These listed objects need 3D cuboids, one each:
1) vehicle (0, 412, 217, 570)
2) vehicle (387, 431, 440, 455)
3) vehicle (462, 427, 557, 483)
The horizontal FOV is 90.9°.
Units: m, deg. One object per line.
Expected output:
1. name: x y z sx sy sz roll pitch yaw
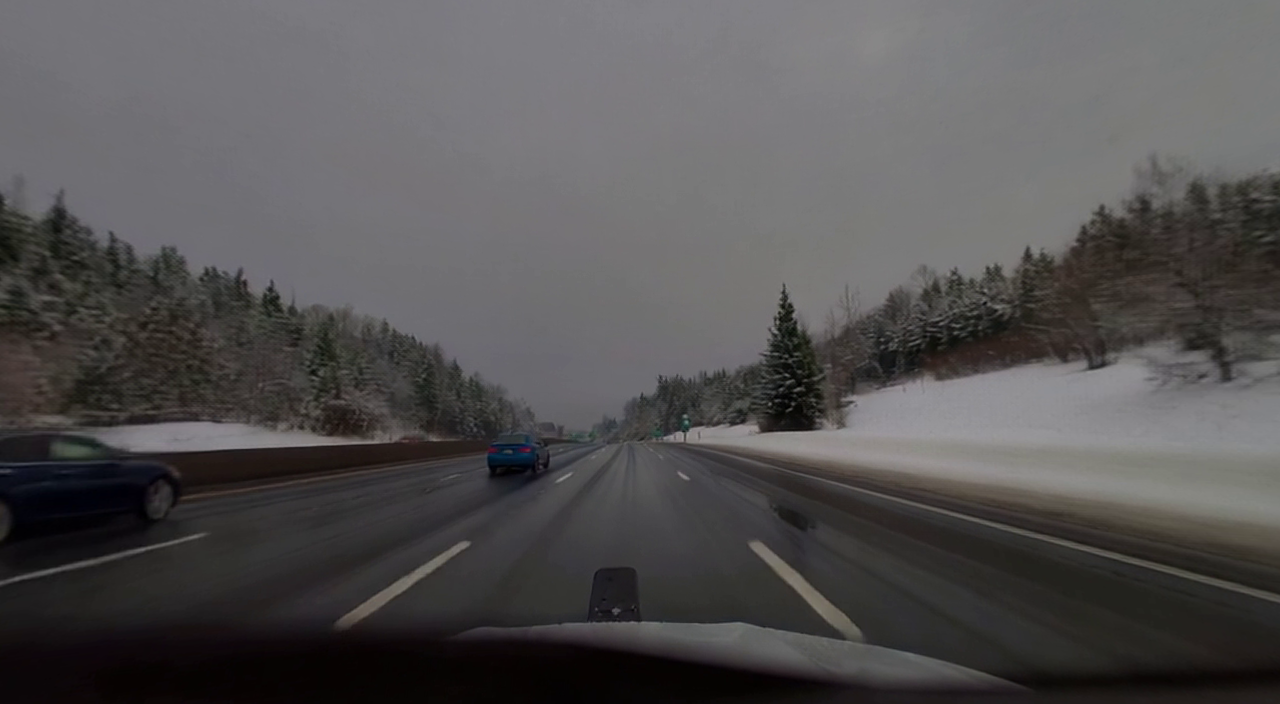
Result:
1. vehicle: -7.264 1.462 6.954 1.983 1.535 4.652 0 -8 -1
2. vehicle: -16.181 6.504 45.249 2.128 1.585 4.592 0 -8 -1
3. vehicle: -3.853 3.109 19.448 2.026 1.517 4.325 0 -8 0
